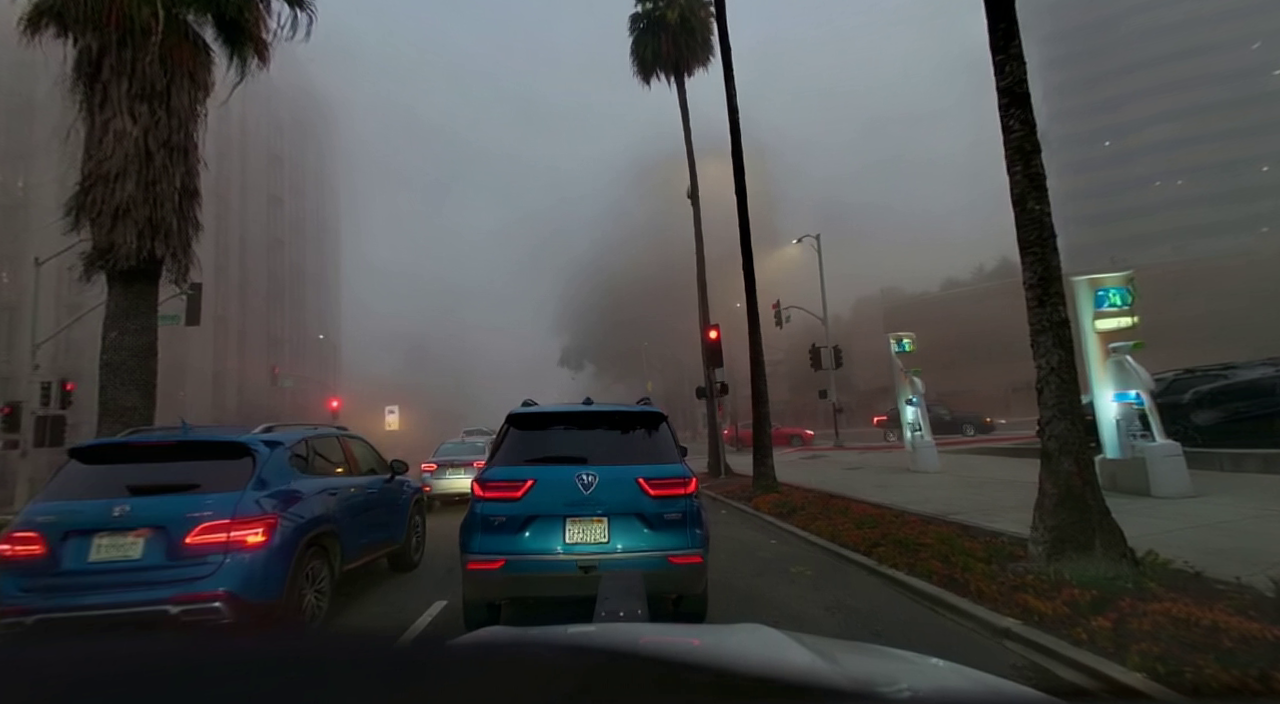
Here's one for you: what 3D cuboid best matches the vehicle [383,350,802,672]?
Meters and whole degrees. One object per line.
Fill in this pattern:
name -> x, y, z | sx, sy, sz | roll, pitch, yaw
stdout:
vehicle -> -0.448, 1.296, 6.319 | 2.519, 1.913, 4.819 | 0, -8, -5

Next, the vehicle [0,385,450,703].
vehicle -> -3.434, 1.383, 5.783 | 2.097, 1.692, 5.030 | 0, -8, -4

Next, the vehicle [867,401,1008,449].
vehicle -> 12.964, 3.248, 27.772 | 5.033, 1.999, 2.259 | 0, -8, -4

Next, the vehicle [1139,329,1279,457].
vehicle -> 9.980, 0.641, 8.846 | 4.374, 1.571, 1.963 | 0, -8, -4
